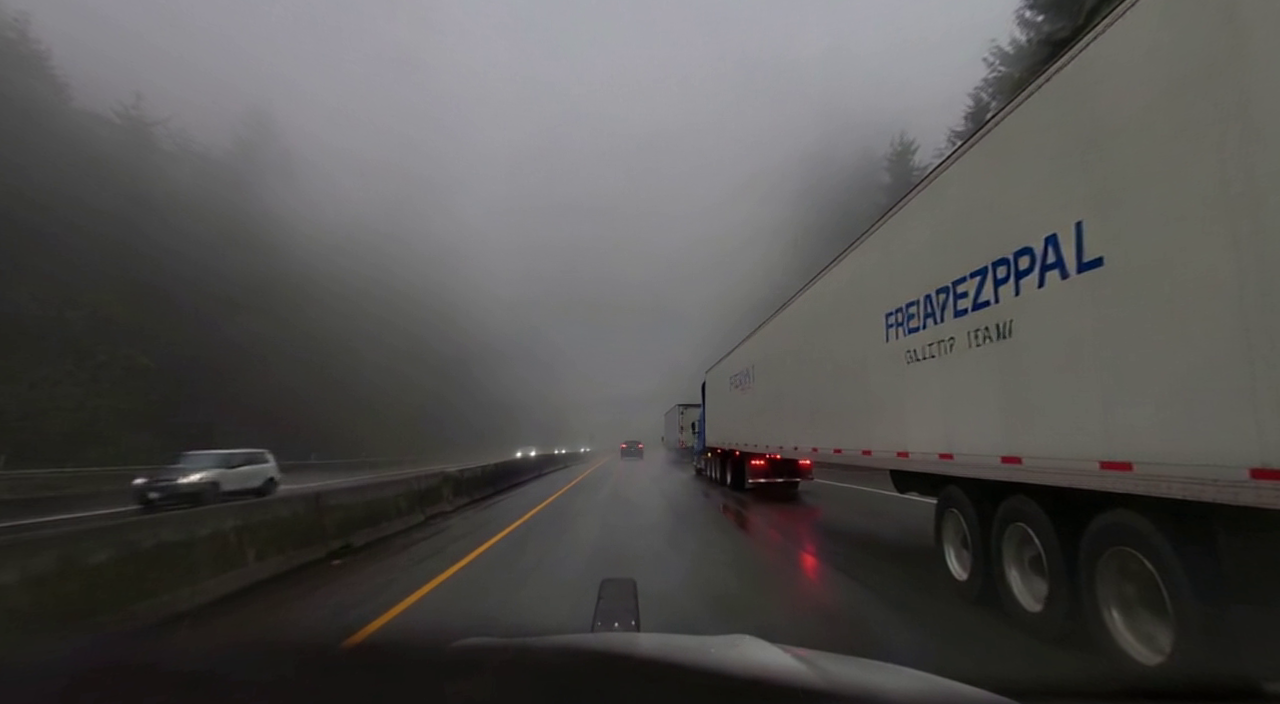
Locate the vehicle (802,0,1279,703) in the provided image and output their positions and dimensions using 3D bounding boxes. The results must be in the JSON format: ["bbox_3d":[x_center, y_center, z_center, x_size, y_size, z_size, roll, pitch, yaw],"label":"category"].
[{"bbox_3d":[4.236,0.104,5.783,2.853,4.086,9.078,0,-8,-1],"label":"vehicle"}]

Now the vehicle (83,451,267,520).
[{"bbox_3d":[-12.183,3.479,16.895,1.995,1.524,3.877,-1,-8,-1],"label":"vehicle"}]

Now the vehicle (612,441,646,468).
[{"bbox_3d":[-0.654,6.009,37.245,1.943,1.491,3.459,0,-8,-1],"label":"vehicle"}]
